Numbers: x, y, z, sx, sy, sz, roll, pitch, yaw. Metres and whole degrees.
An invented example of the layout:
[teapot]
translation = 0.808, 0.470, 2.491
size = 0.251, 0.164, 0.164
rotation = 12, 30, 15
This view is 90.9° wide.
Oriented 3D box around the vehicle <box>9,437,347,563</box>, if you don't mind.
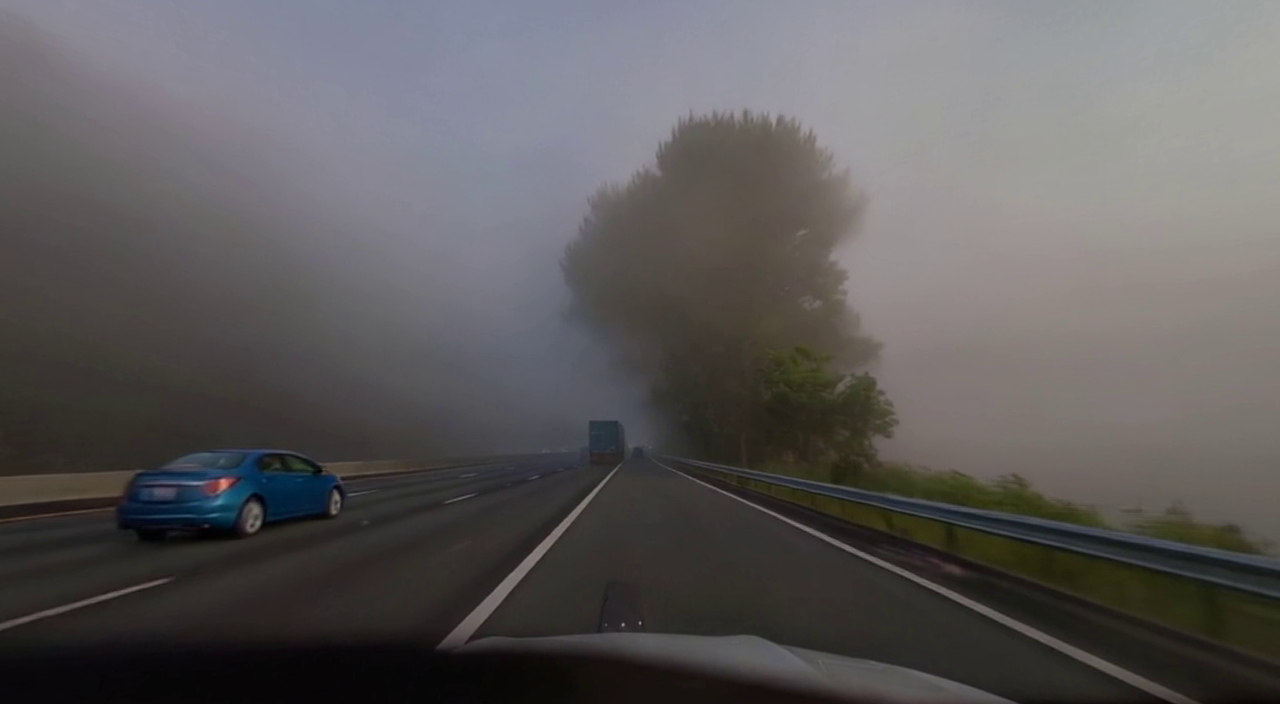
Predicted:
[vehicle]
translation = -6.749, 2.178, 10.069
size = 1.938, 1.507, 4.557
rotation = 0, -9, 0
